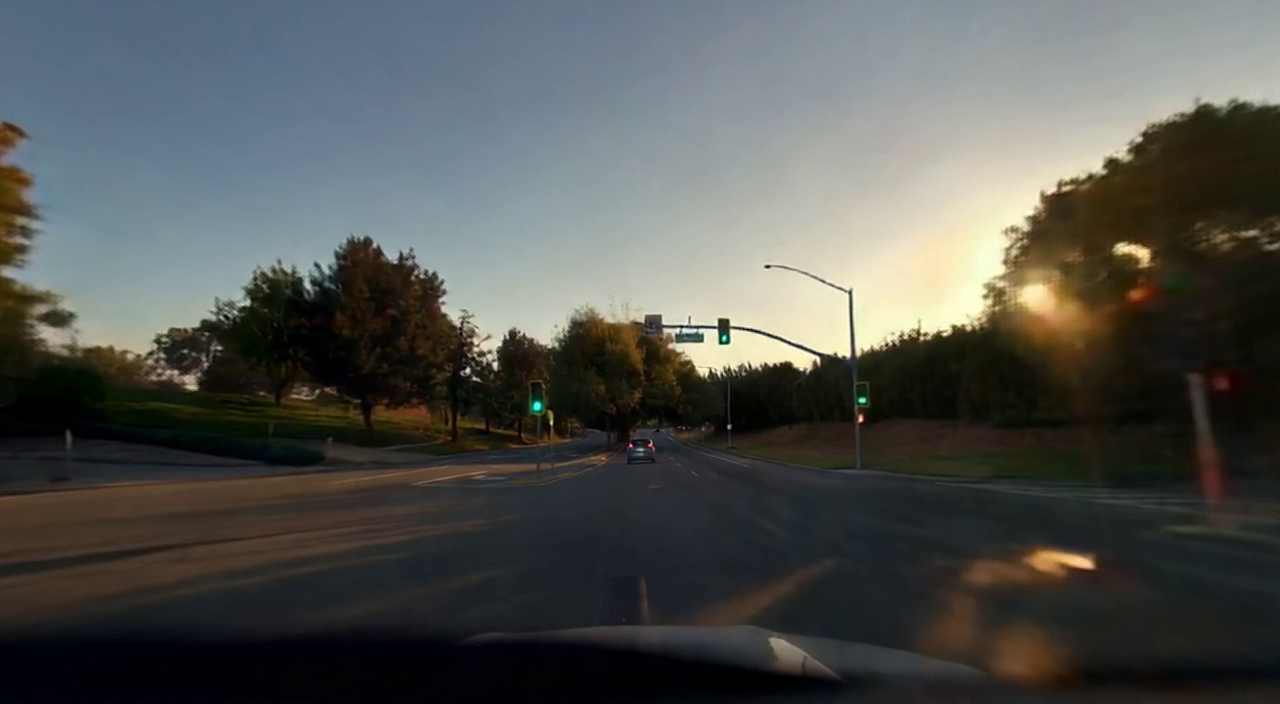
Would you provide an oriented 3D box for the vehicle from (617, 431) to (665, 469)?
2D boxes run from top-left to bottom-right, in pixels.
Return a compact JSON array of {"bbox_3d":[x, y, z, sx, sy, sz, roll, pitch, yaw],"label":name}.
[{"bbox_3d":[0.050,4.902,31.554,2.256,1.734,4.176,0,-8,0],"label":"vehicle"}]
